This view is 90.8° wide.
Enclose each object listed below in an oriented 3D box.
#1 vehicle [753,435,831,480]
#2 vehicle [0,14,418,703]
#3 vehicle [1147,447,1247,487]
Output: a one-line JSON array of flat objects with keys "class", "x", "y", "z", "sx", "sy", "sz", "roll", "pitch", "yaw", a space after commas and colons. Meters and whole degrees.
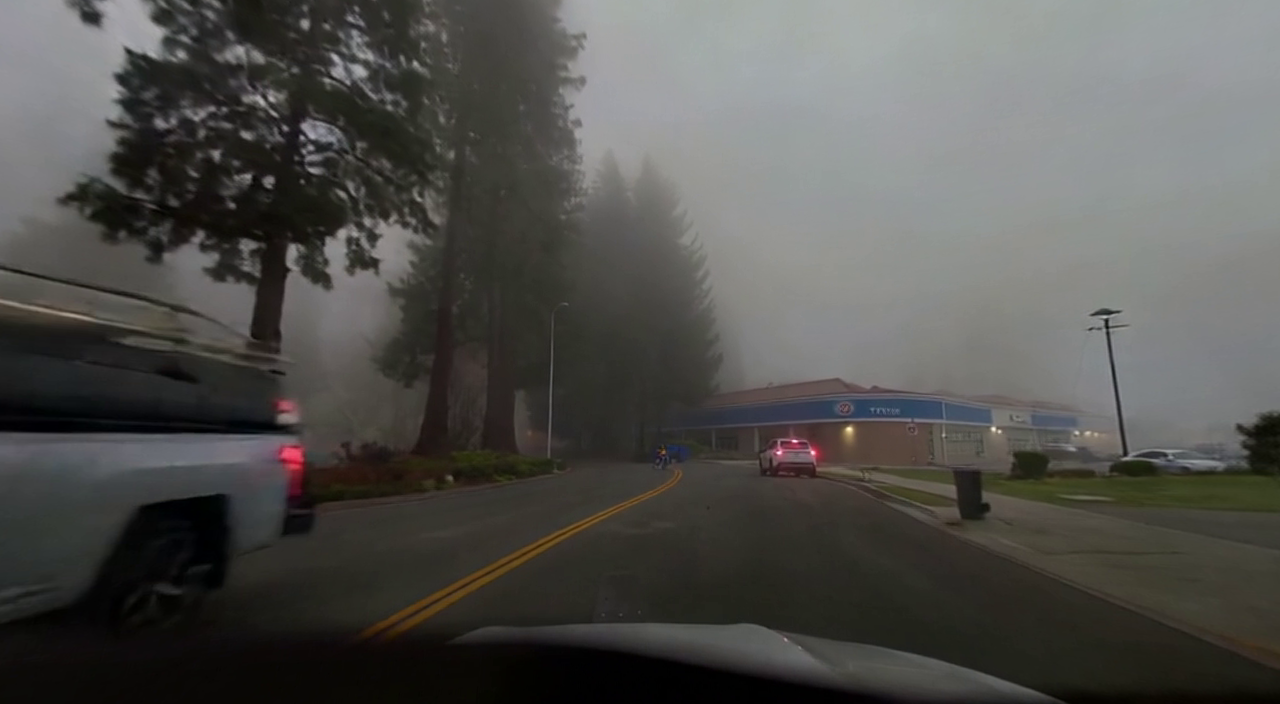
[{"class": "vehicle", "x": 6.627, "y": 4.670, "z": 28.240, "sx": 2.292, "sy": 1.767, "sz": 5.128, "roll": -1, "pitch": -8, "yaw": 2}, {"class": "vehicle", "x": -3.578, "y": 0.313, "z": 2.769, "sx": 2.674, "sy": 2.815, "sz": 6.582, "roll": -1, "pitch": -8, "yaw": 1}, {"class": "vehicle", "x": 24.991, "y": 5.098, "z": 28.306, "sx": 4.545, "sy": 1.640, "sz": 1.866, "roll": 5, "pitch": -10, "yaw": -30}]
